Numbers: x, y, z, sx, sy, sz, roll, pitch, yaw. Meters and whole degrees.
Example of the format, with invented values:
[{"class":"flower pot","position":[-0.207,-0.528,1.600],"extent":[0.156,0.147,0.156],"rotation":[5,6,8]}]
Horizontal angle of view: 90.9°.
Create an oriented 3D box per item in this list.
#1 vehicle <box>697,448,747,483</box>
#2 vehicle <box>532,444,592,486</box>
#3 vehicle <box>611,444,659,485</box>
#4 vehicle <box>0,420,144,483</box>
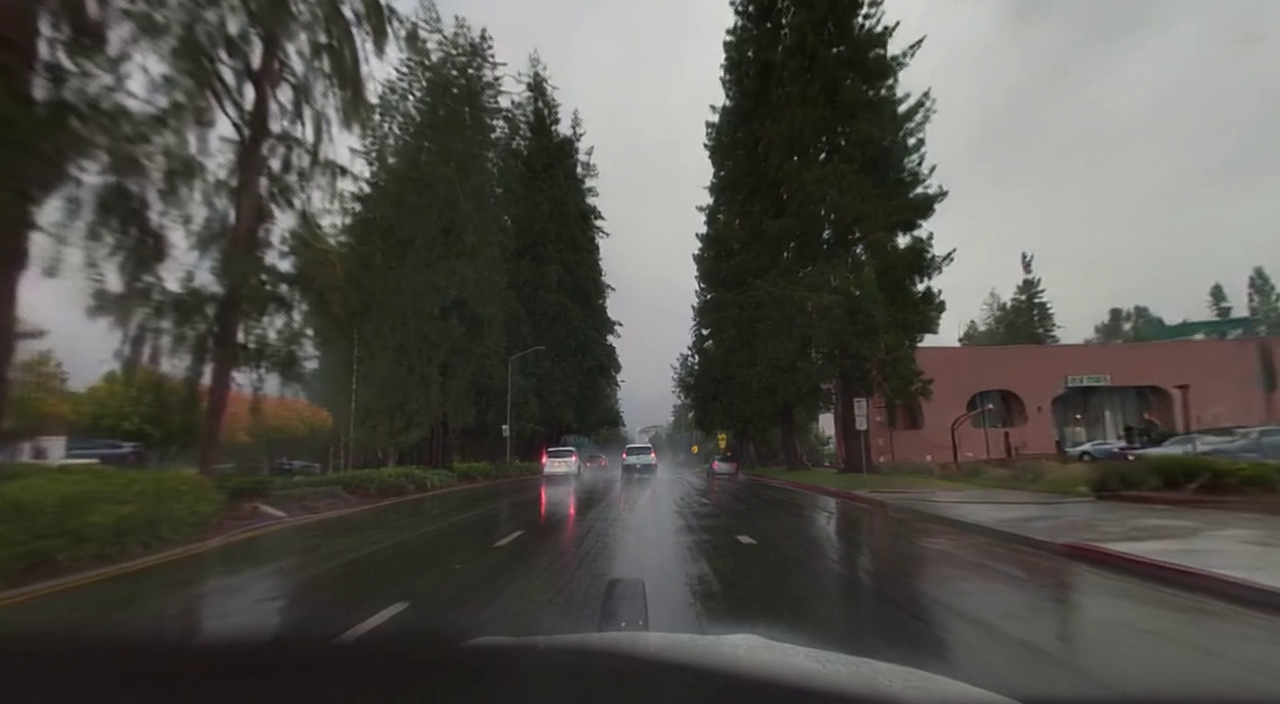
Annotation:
[{"class":"vehicle","position":[3.903,5.468,30.618],"extent":[1.847,1.554,4.052],"rotation":[0,-8,-1]},{"class":"vehicle","position":[-3.410,5.023,28.446],"extent":[2.047,1.710,4.314],"rotation":[0,-8,2]},{"class":"vehicle","position":[-0.163,5.001,28.337],"extent":[2.022,1.700,4.084],"rotation":[0,-8,1]},{"class":"vehicle","position":[-32.120,5.359,33.881],"extent":[2.768,3.022,9.215],"rotation":[-1,-10,5]}]
